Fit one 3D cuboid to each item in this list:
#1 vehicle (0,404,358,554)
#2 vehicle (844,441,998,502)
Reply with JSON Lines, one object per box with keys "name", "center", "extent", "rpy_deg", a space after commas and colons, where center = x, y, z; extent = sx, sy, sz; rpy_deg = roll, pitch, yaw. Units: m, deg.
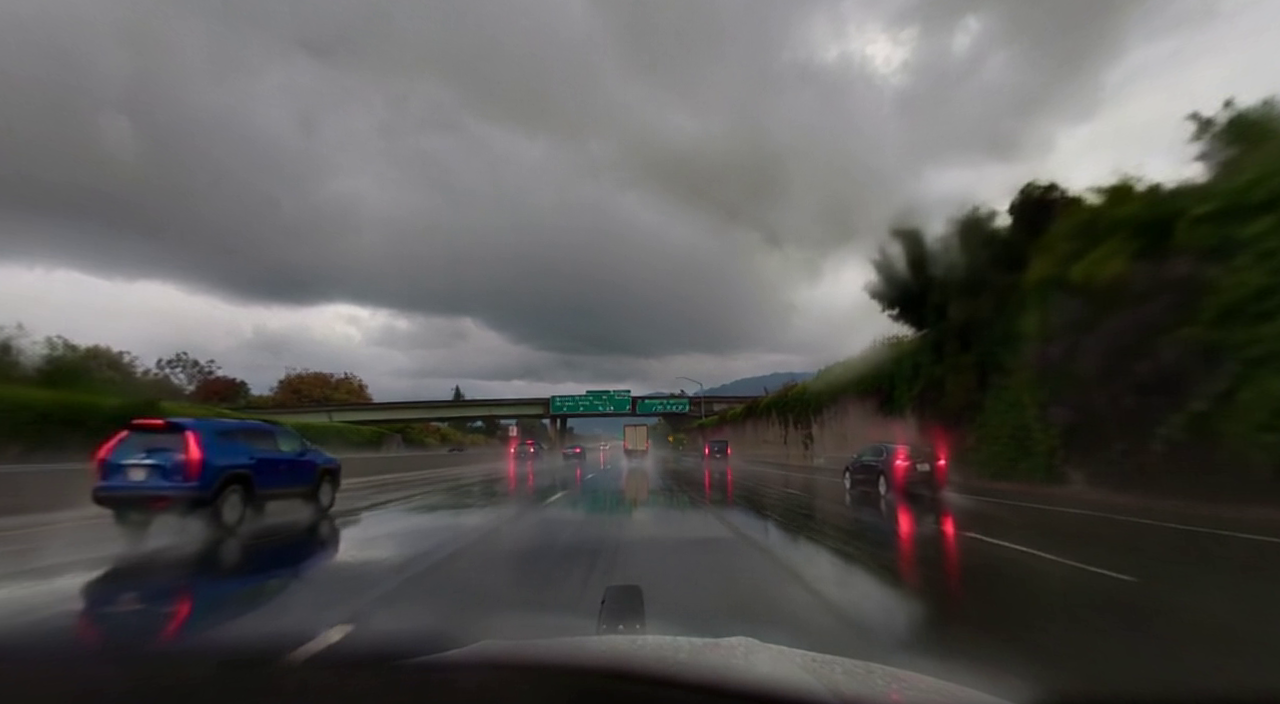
{"name": "vehicle", "center": [-6.710, 1.875, 9.960], "extent": [2.179, 1.753, 4.999], "rpy_deg": [0, -9, 0]}
{"name": "vehicle", "center": [7.829, 3.348, 18.154], "extent": [2.075, 1.510, 4.569], "rpy_deg": [1, -9, -4]}
